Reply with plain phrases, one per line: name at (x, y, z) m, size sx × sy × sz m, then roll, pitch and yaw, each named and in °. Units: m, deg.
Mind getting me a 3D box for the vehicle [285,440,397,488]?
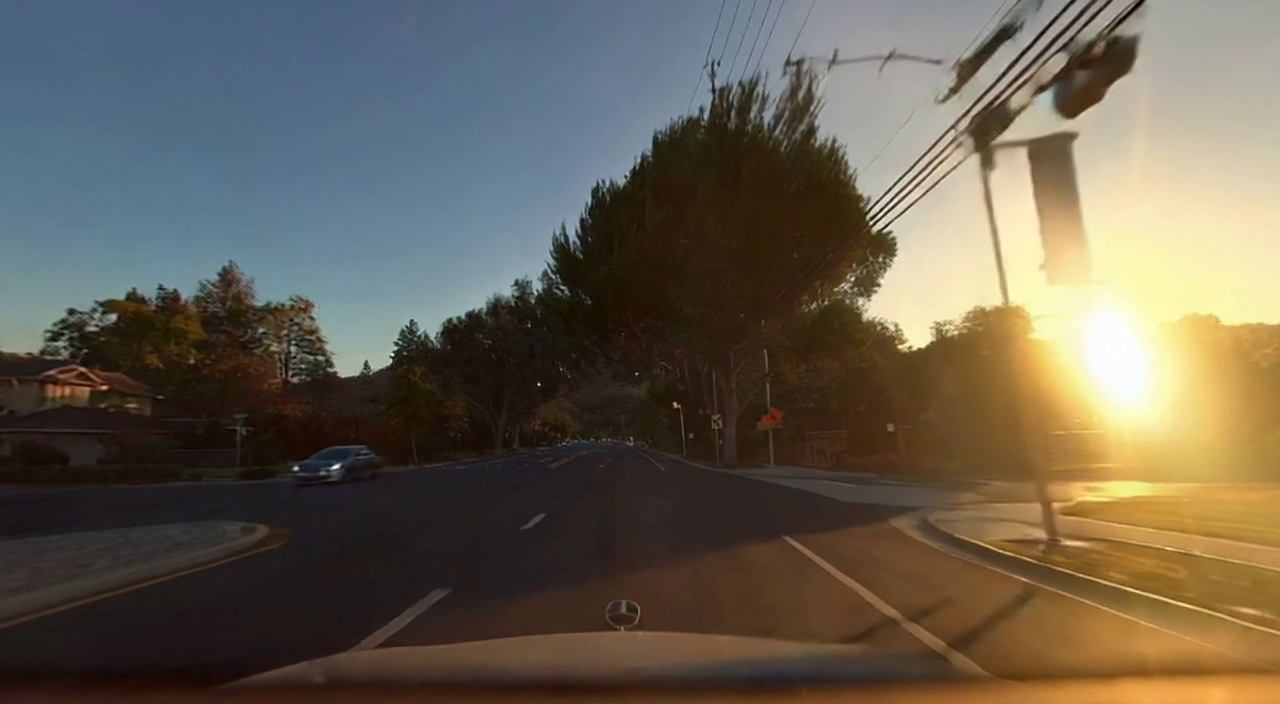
vehicle at (-11.408, 4.286, 24.549) m, size 2.072 × 1.680 × 4.705 m, roll 0°, pitch -9°, yaw -1°
